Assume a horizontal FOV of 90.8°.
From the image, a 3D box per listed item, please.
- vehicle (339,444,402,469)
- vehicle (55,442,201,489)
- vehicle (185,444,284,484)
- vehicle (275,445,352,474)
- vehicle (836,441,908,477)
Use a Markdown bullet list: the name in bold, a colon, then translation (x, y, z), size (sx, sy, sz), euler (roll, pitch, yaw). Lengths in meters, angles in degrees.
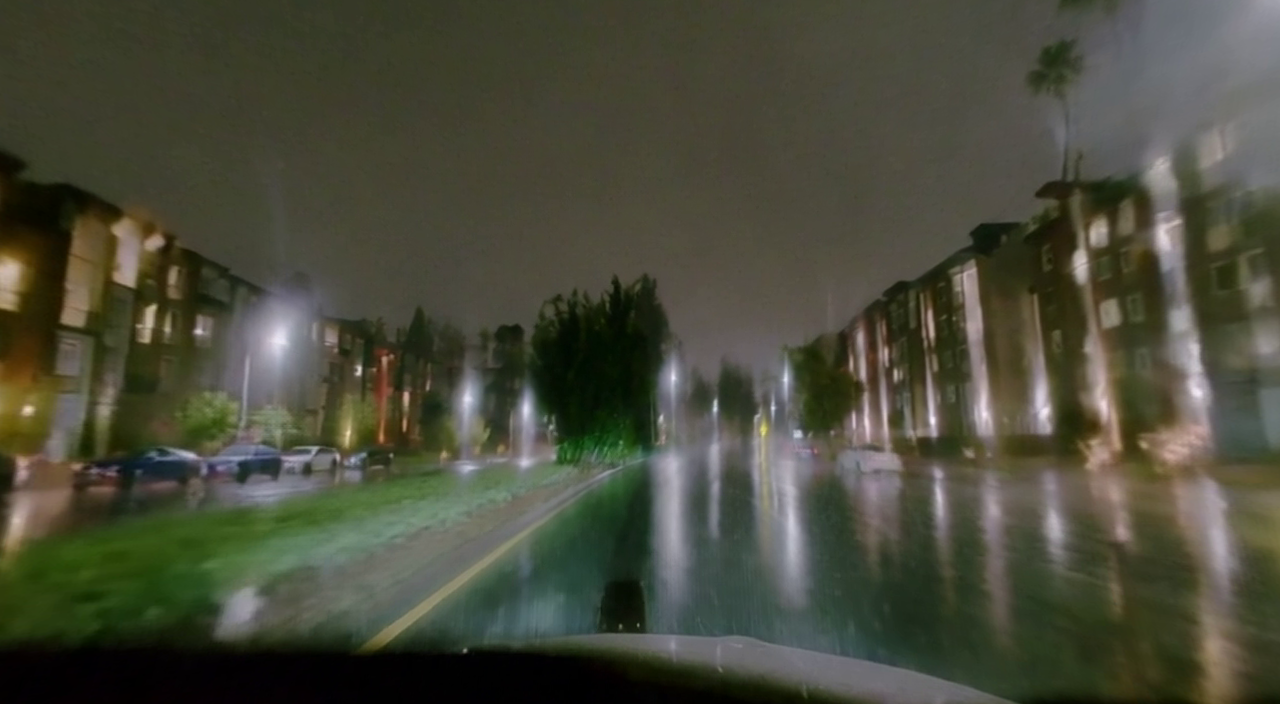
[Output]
- **vehicle**: translation (-17.684, 6.949, 41.674), size (2.003, 1.505, 4.332), euler (-3, -11, 4)
- **vehicle**: translation (-18.857, 4.209, 23.583), size (1.854, 1.490, 4.331), euler (-2, -9, 0)
- **vehicle**: translation (-18.674, 5.153, 29.367), size (1.686, 1.671, 4.477), euler (0, -8, -1)
- **vehicle**: translation (-18.253, 6.088, 35.585), size (1.795, 1.445, 4.629), euler (-3, -11, 1)
- **vehicle**: translation (11.114, 5.152, 30.601), size (1.992, 1.615, 4.460), euler (-1, -9, 3)
